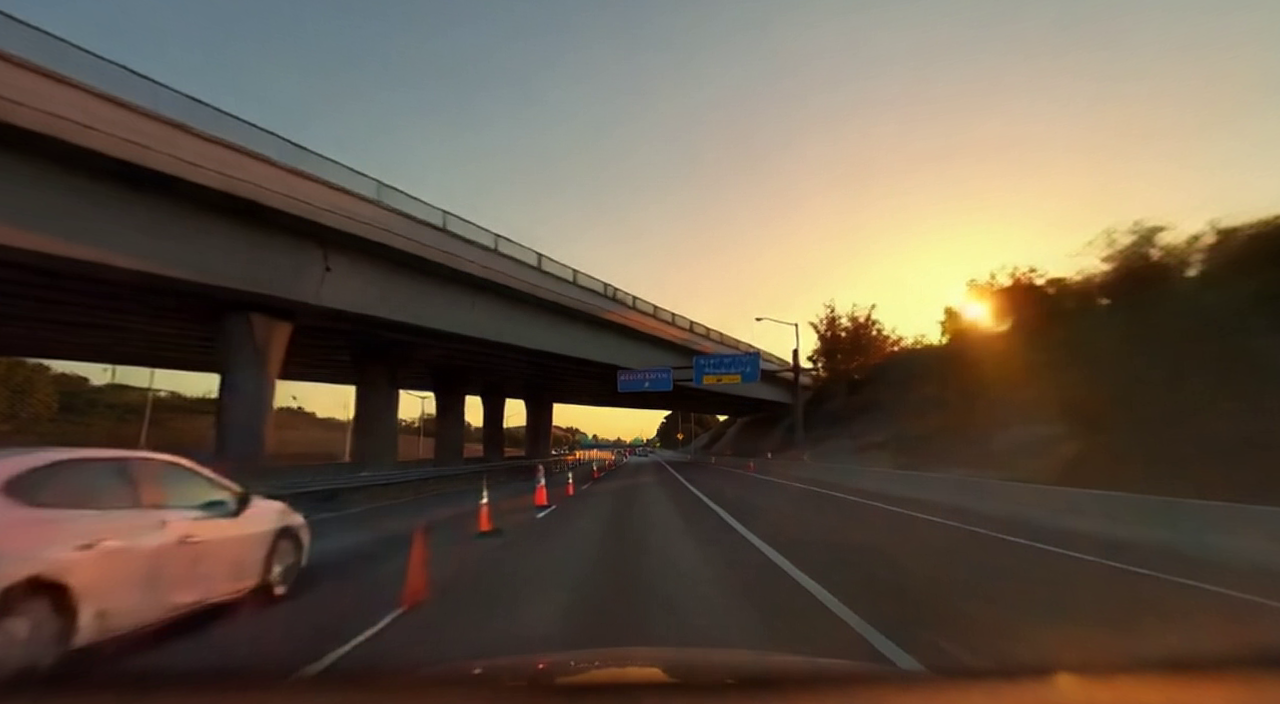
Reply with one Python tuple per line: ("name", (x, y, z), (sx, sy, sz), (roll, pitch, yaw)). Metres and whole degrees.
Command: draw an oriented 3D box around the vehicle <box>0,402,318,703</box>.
("vehicle", (-3.904, 1.039, 2.996), (2.069, 1.560, 5.018), (0, -9, 0))
